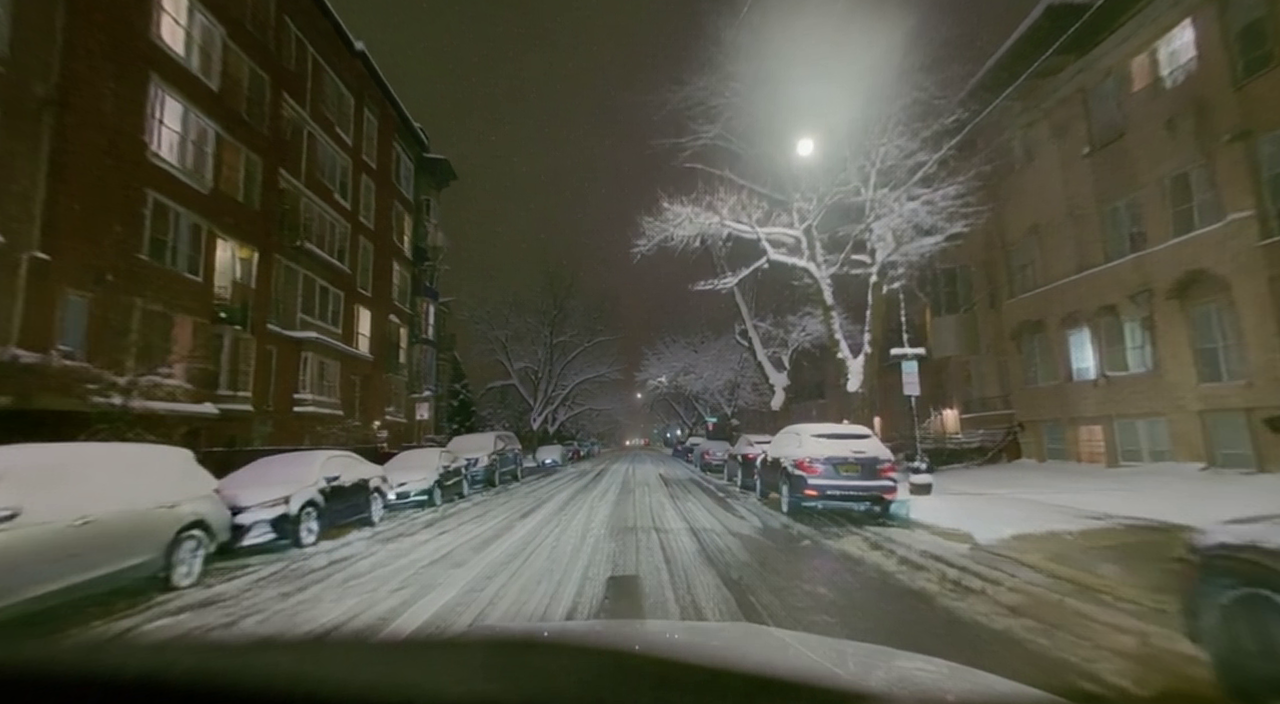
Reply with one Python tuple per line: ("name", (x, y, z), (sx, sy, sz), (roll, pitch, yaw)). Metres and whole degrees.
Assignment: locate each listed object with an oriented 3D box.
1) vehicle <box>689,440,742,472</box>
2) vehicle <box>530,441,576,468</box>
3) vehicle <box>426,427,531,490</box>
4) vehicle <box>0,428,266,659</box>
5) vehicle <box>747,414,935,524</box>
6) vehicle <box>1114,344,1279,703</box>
("vehicle", (3.689, 5.165, 31.740), (1.881, 1.460, 4.737), (0, -8, -3))
("vehicle", (-5.134, 6.129, 37.985), (2.080, 1.458, 4.511), (0, -8, 0))
("vehicle", (-5.215, 3.519, 21.250), (2.213, 1.825, 4.986), (0, -8, 0))
("vehicle", (-5.344, 1.441, 4.945), (2.033, 1.532, 4.823), (-3, -8, -2))
("vehicle", (3.759, 2.299, 12.996), (2.082, 1.809, 4.998), (0, -8, -2))
("vehicle", (3.736, 0.625, 1.099), (2.043, 1.766, 4.846), (0, -8, 0))
